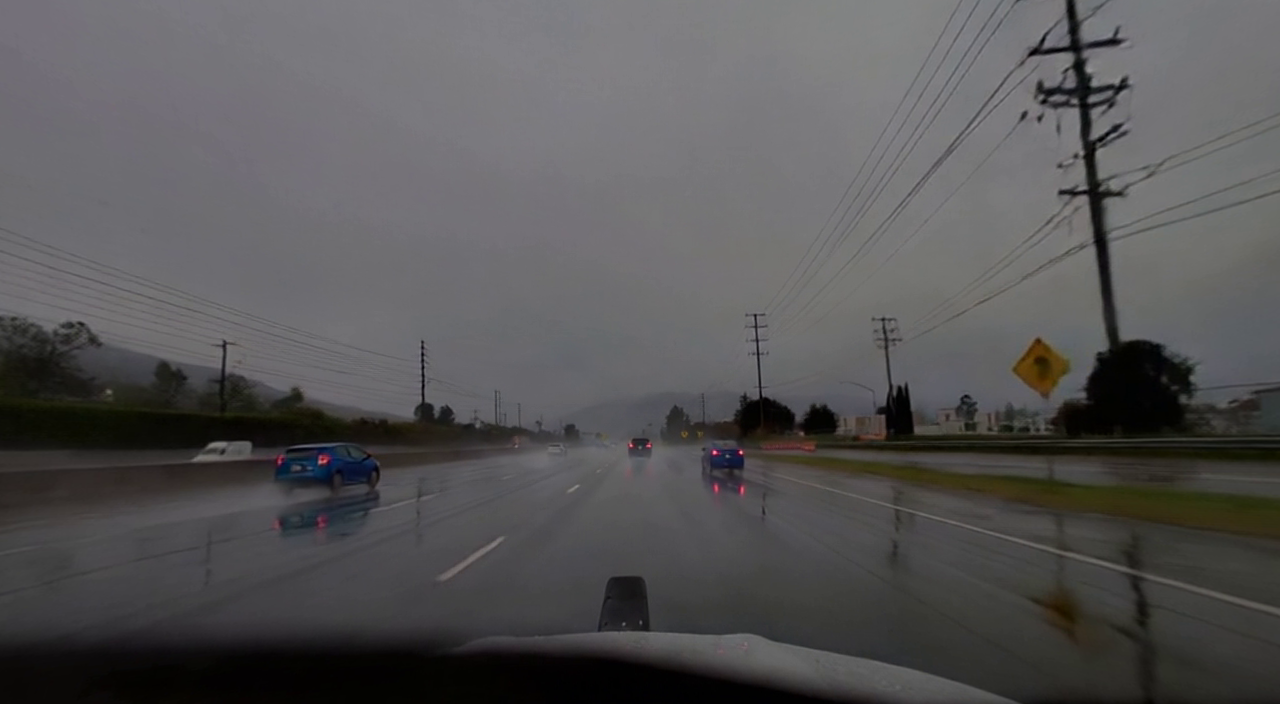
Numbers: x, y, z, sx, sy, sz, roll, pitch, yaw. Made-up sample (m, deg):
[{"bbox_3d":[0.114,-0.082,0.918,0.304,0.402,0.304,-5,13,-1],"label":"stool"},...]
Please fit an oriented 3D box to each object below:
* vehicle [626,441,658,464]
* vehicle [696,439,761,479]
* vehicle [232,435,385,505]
[{"bbox_3d":[0.144,6.812,42.859,2.036,1.474,3.969,0,-8,0],"label":"vehicle"},{"bbox_3d":[3.641,4.466,26.712,2.060,1.526,4.387,0,-8,-1],"label":"vehicle"},{"bbox_3d":[-10.395,3.706,20.361,2.241,1.810,4.966,-4,-8,1],"label":"vehicle"}]
